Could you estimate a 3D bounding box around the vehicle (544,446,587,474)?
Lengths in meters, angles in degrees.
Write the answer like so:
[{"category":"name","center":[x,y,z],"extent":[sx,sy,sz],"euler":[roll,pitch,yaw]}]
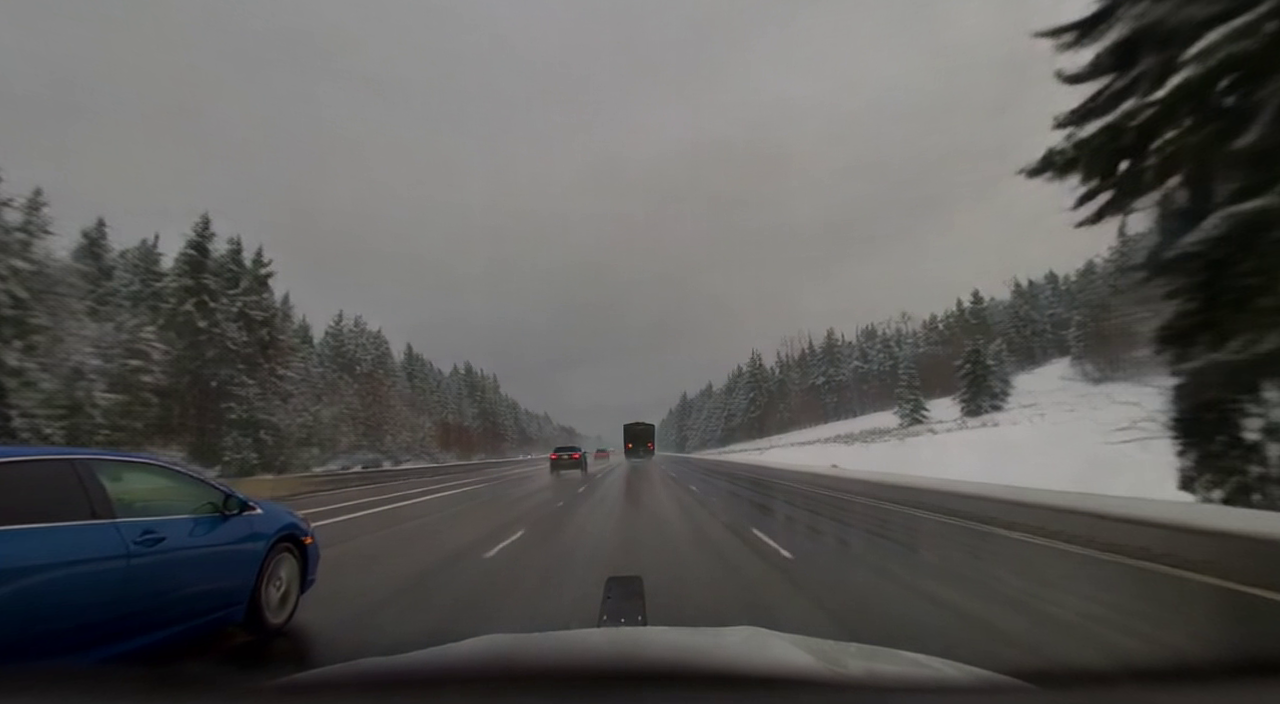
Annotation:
[{"category":"vehicle","center":[-4.252,6.212,36.486],"extent":[1.916,1.506,4.476],"euler":[0,-9,1]}]
